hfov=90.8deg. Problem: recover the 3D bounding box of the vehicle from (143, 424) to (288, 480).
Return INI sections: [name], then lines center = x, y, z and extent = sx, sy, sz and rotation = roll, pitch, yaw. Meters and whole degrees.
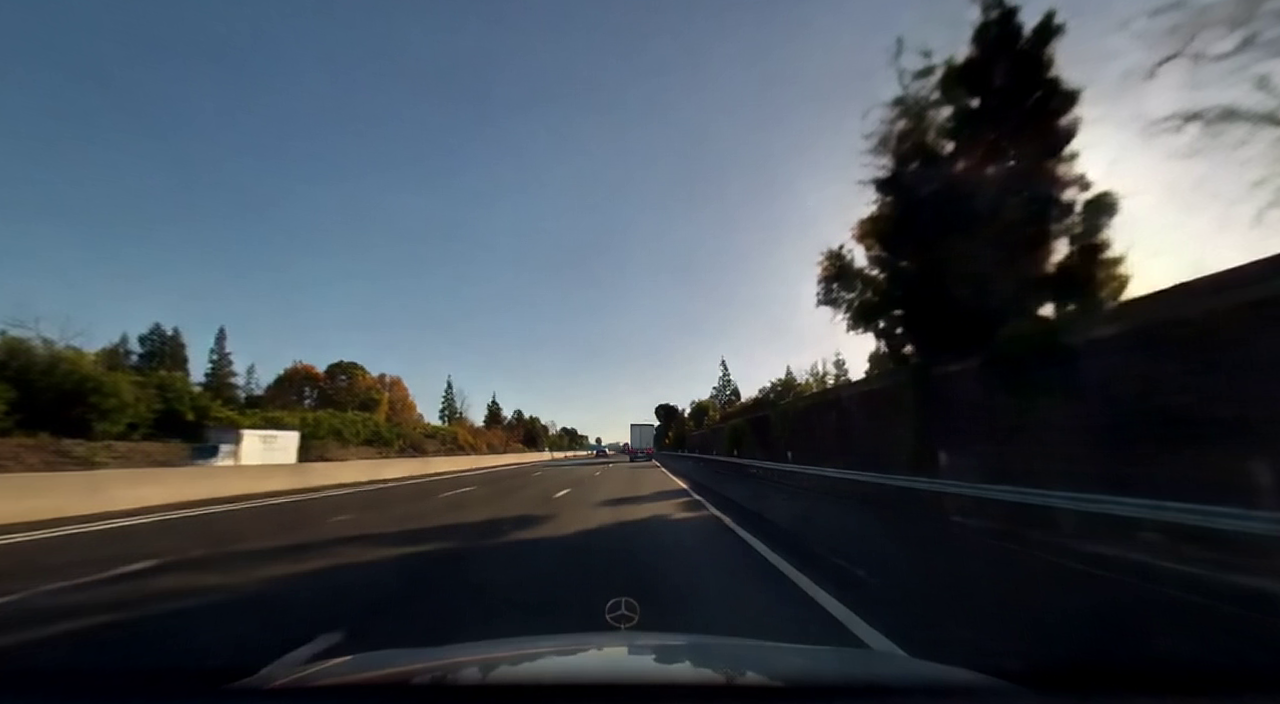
[vehicle]
center = -21.051, 5.034, 31.846
extent = 2.752, 2.503, 6.358
rotation = 0, -9, 1
